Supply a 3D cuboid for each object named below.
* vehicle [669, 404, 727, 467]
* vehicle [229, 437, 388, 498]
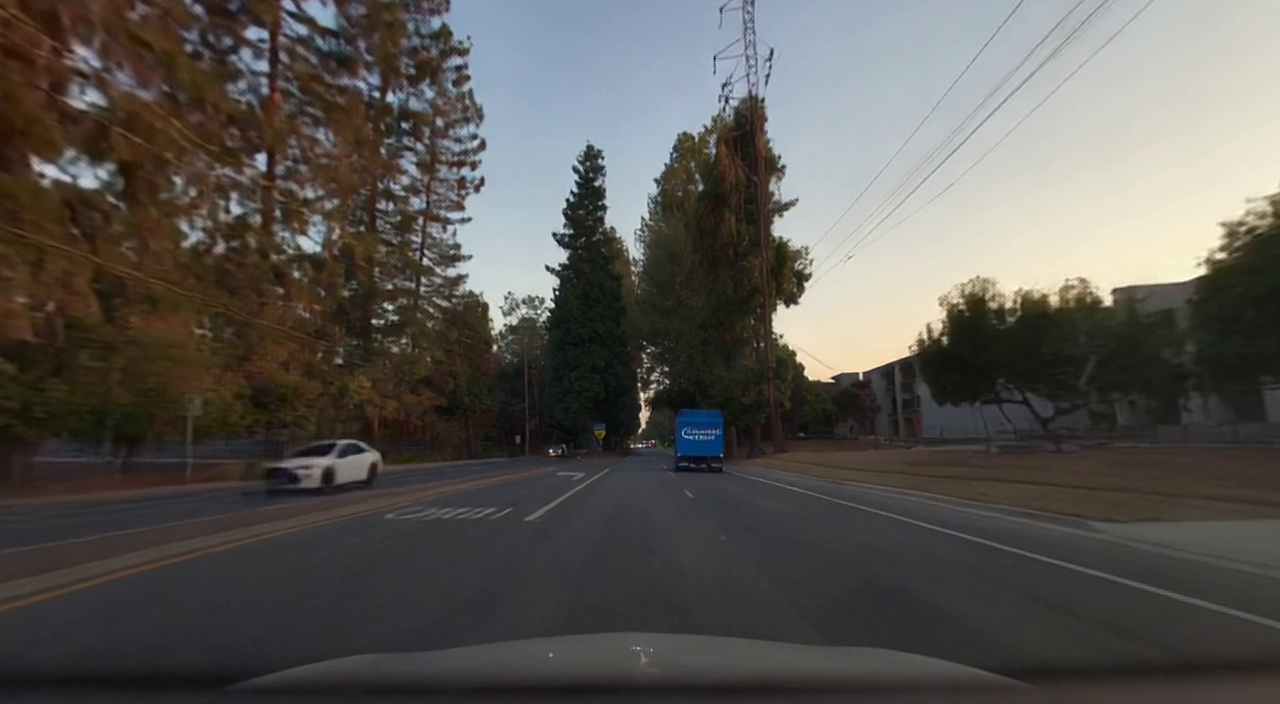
[{"bbox_3d":[3.802,5.849,43.550,2.973,3.848,9.336,1,-8,-1],"label":"vehicle"},{"bbox_3d":[-9.071,3.171,17.736,2.011,1.460,4.420,0,-8,1],"label":"vehicle"}]
